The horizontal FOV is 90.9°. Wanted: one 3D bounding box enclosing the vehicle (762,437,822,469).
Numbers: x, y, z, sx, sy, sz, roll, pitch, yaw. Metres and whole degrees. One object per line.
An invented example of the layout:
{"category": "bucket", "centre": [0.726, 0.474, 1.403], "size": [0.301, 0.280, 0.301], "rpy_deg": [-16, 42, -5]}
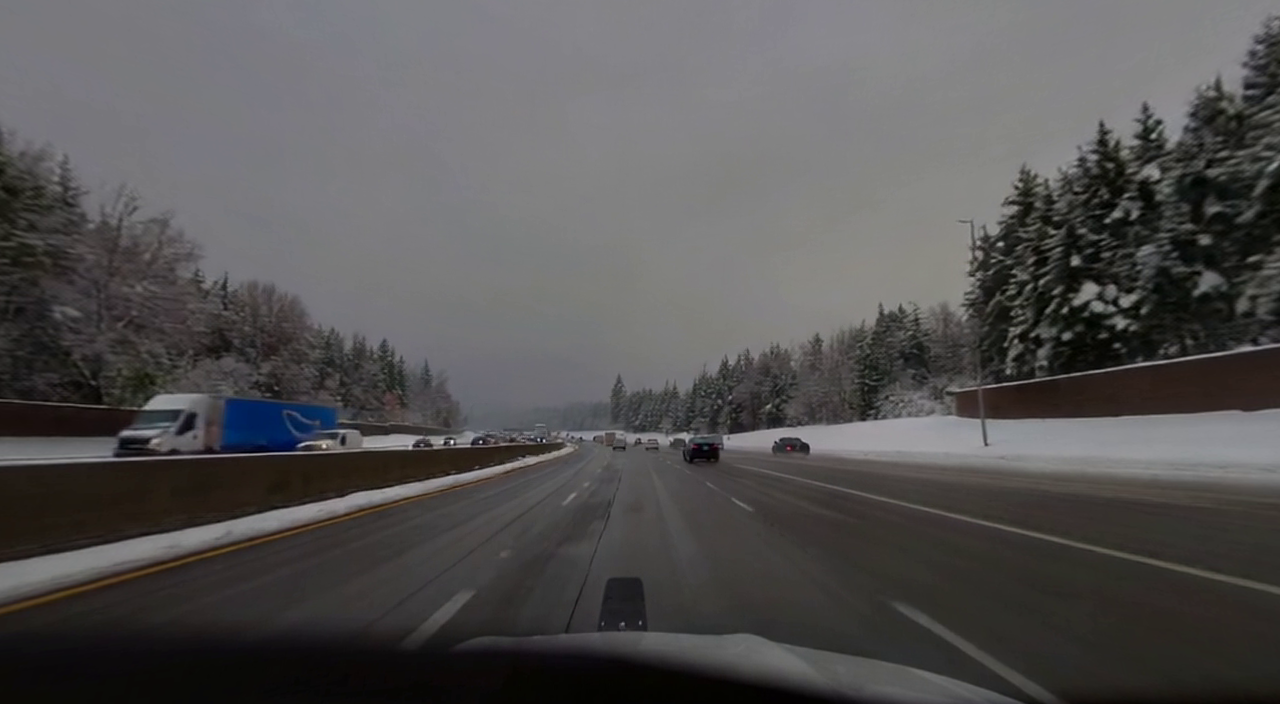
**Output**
{"category": "vehicle", "centre": [7.410, 4.974, 31.204], "size": [1.798, 1.473, 4.077], "rpy_deg": [0, -8, -2]}

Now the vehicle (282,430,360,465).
{"category": "vehicle", "centre": [-18.247, 5.480, 36.335], "size": [2.088, 1.852, 4.748], "rpy_deg": [-1, -8, -2]}

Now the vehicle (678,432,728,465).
{"category": "vehicle", "centre": [3.519, 5.495, 35.857], "size": [2.141, 1.732, 4.279], "rpy_deg": [0, -8, -3]}

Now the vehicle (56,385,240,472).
{"category": "vehicle", "centre": [-25.349, 4.119, 33.311], "size": [3.052, 3.978, 8.328], "rpy_deg": [-1, -8, -1]}
